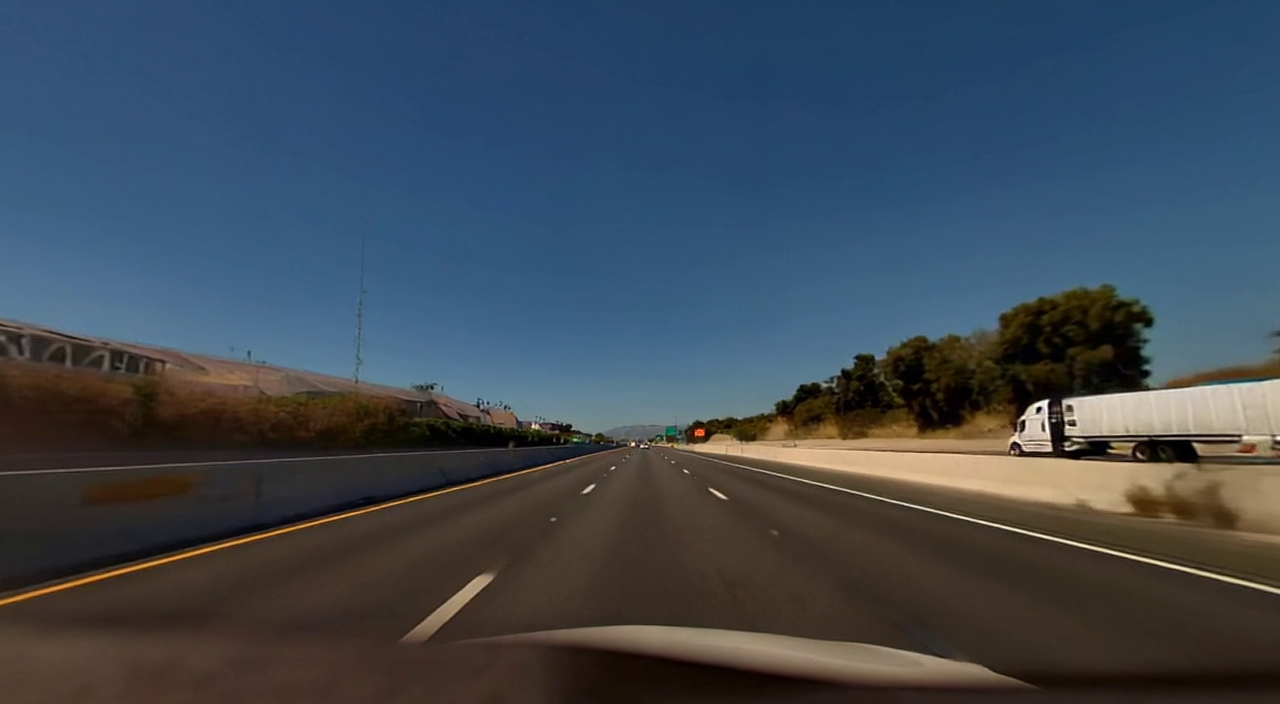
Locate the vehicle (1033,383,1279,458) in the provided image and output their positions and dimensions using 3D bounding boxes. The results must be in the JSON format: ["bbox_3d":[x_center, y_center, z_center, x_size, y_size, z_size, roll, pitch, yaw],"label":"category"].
[{"bbox_3d":[32.779,4.349,38.561,2.836,4.027,14.280,7,-11,-39],"label":"vehicle"}]
